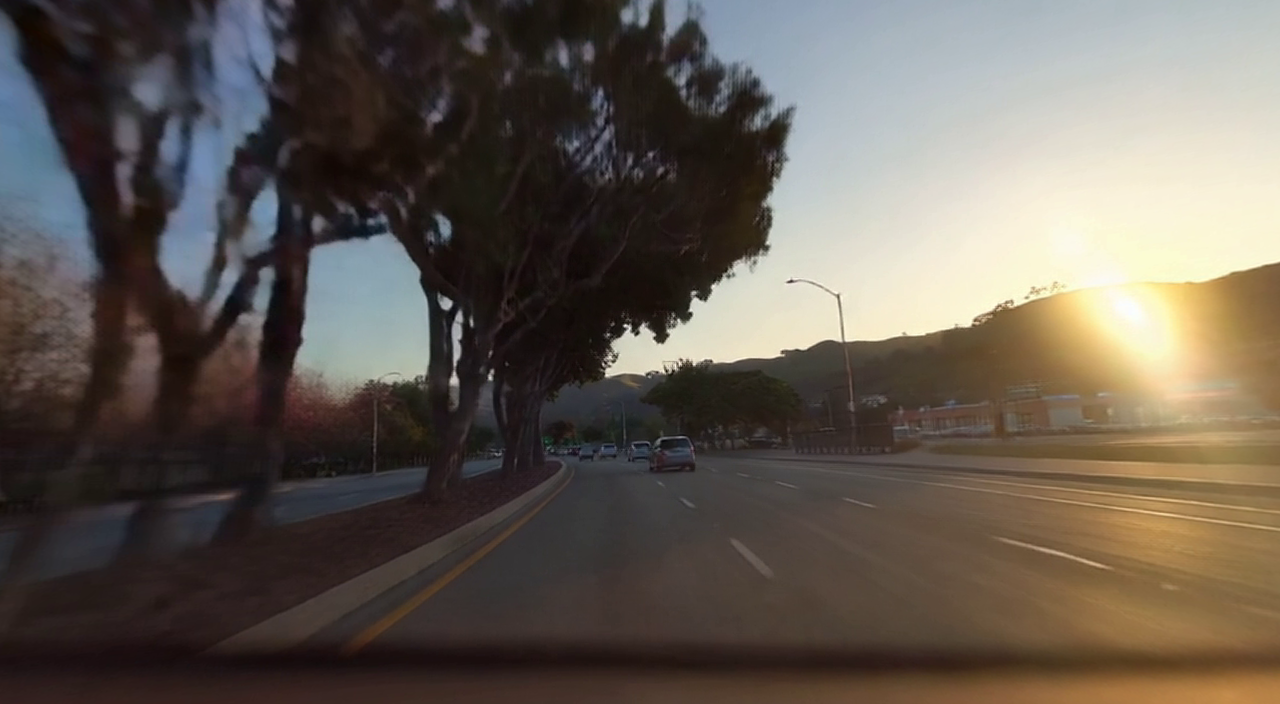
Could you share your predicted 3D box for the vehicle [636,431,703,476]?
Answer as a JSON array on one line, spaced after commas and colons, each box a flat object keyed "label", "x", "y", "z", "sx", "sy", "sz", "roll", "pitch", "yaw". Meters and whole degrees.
[{"label": "vehicle", "x": 1.169, "y": 4.368, "z": 27.395, "sx": 2.253, "sy": 1.756, "sz": 4.313, "roll": 1, "pitch": -8, "yaw": -6}]
